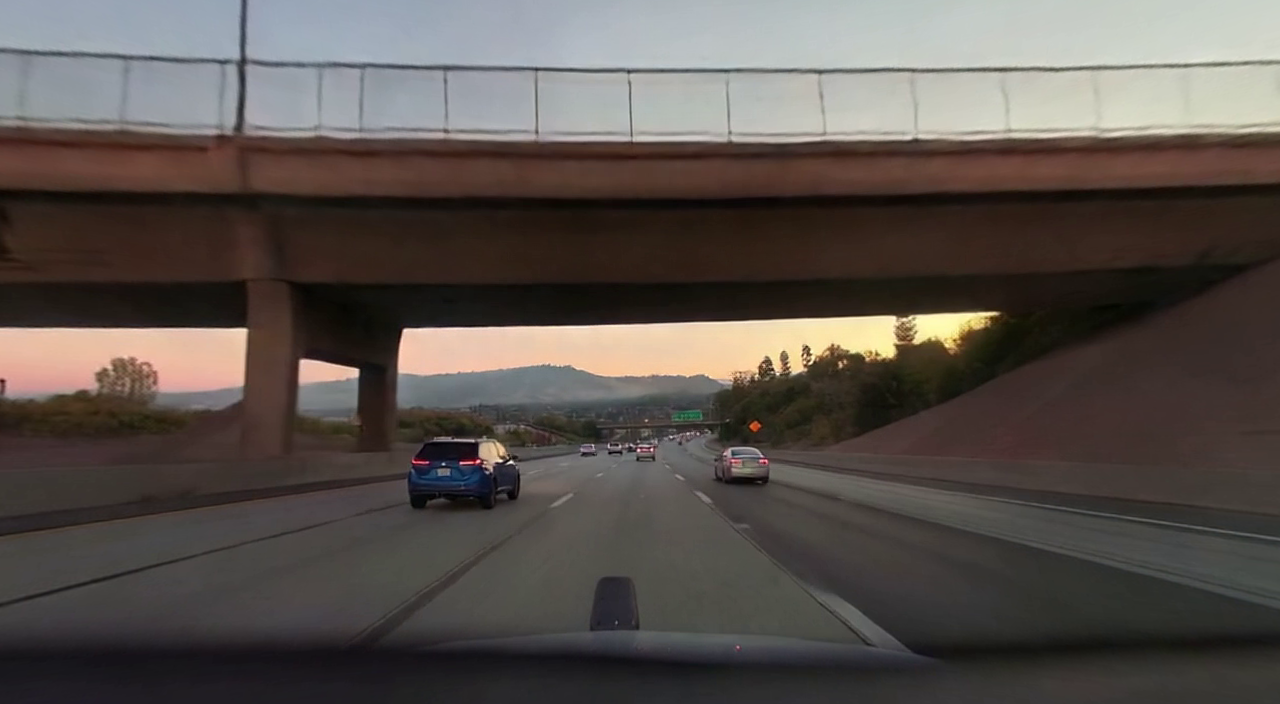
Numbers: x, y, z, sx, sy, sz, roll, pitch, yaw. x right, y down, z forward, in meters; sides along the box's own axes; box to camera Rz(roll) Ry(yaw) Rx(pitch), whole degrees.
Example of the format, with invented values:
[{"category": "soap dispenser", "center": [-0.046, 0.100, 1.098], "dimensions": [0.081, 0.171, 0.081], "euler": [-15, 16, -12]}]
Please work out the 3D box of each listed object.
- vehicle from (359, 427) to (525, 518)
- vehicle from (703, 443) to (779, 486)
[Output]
[{"category": "vehicle", "center": [-3.995, 2.495, 13.611], "dimensions": [2.193, 1.641, 4.077], "euler": [0, -8, 1]}, {"category": "vehicle", "center": [3.693, 4.174, 23.886], "dimensions": [2.083, 1.453, 4.307], "euler": [0, -8, -1]}]
